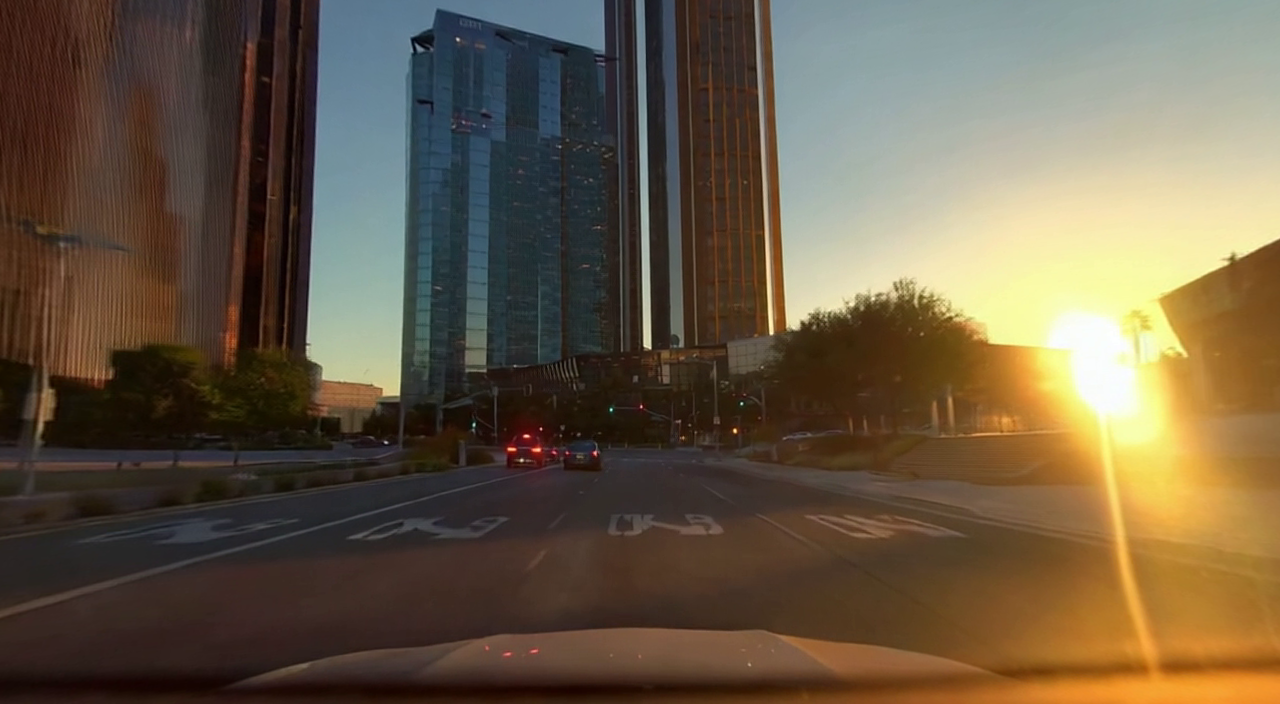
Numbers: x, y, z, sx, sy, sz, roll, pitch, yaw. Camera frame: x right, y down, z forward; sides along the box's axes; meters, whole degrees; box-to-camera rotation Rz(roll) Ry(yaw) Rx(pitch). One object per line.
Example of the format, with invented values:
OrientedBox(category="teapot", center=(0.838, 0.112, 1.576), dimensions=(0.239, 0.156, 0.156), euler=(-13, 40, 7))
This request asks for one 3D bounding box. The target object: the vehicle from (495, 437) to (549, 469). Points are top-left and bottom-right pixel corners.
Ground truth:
OrientedBox(category="vehicle", center=(-7.163, 6.217, 38.824), dimensions=(2.204, 1.844, 4.766), euler=(0, -9, 2))

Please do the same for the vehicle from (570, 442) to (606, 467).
OrientedBox(category="vehicle", center=(-3.780, 7.559, 46.560), dimensions=(2.181, 1.706, 4.334), euler=(0, -9, 1))
